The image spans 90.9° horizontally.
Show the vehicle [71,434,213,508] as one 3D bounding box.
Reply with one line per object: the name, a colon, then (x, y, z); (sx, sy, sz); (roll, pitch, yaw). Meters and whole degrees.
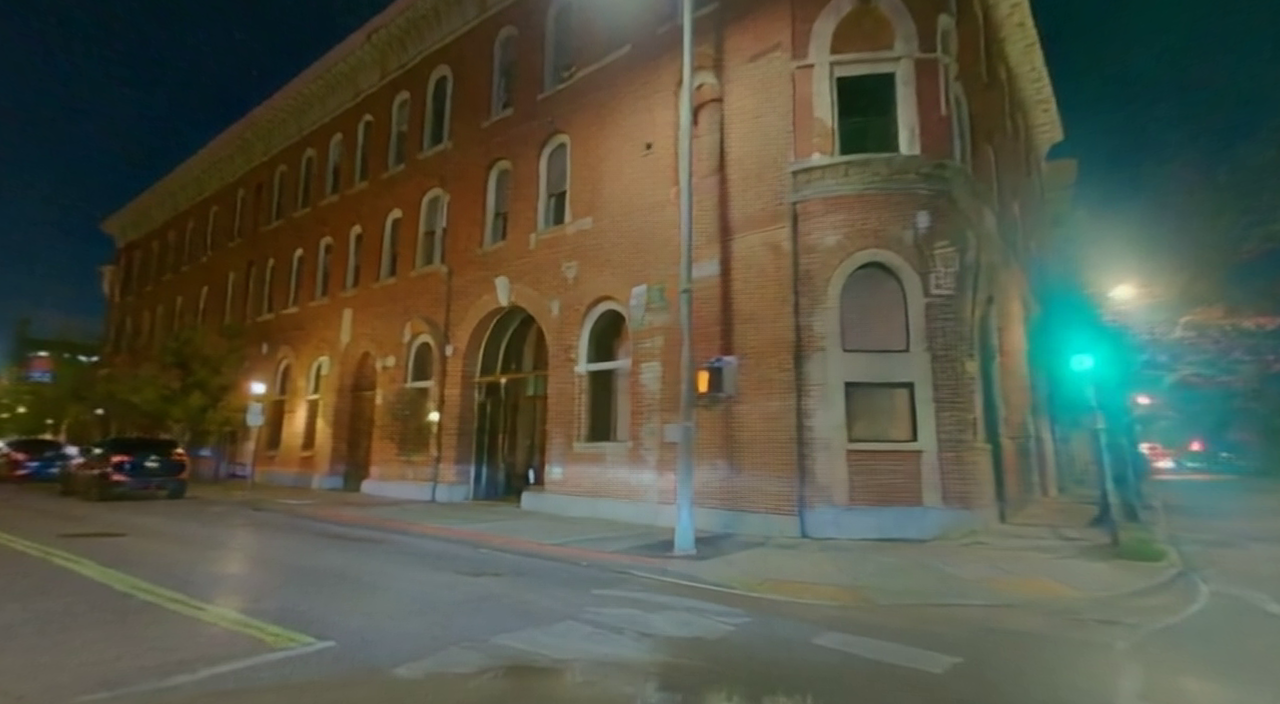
vehicle: (-14.154, 3.290, 17.833); (4.518, 1.804, 1.953); (-7, -11, 37)
